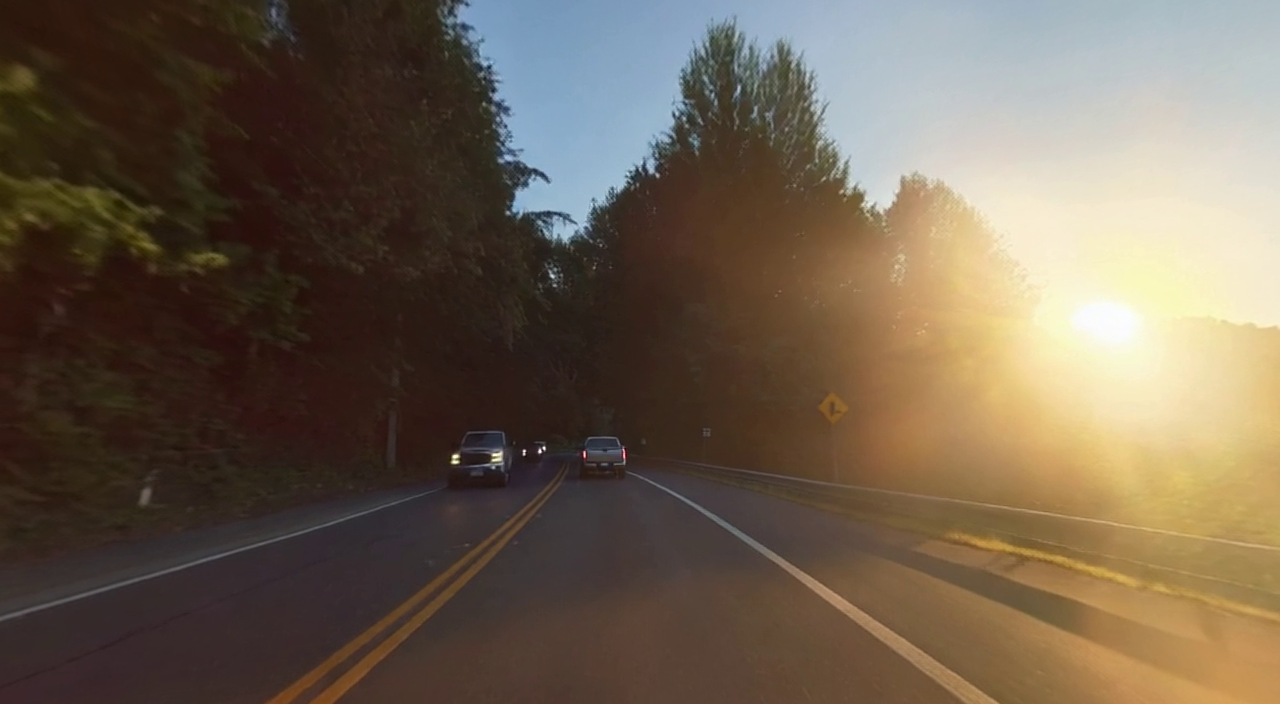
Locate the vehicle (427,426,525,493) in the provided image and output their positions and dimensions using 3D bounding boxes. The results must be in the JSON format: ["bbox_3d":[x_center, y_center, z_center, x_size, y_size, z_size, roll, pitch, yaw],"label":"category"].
[{"bbox_3d":[-5.448,3.650,21.797,2.374,1.989,4.909,0,-8,-4],"label":"vehicle"}]

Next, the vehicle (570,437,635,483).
[{"bbox_3d":[-1.681,4.722,28.085,2.631,1.798,5.331,0,-8,-4],"label":"vehicle"}]
